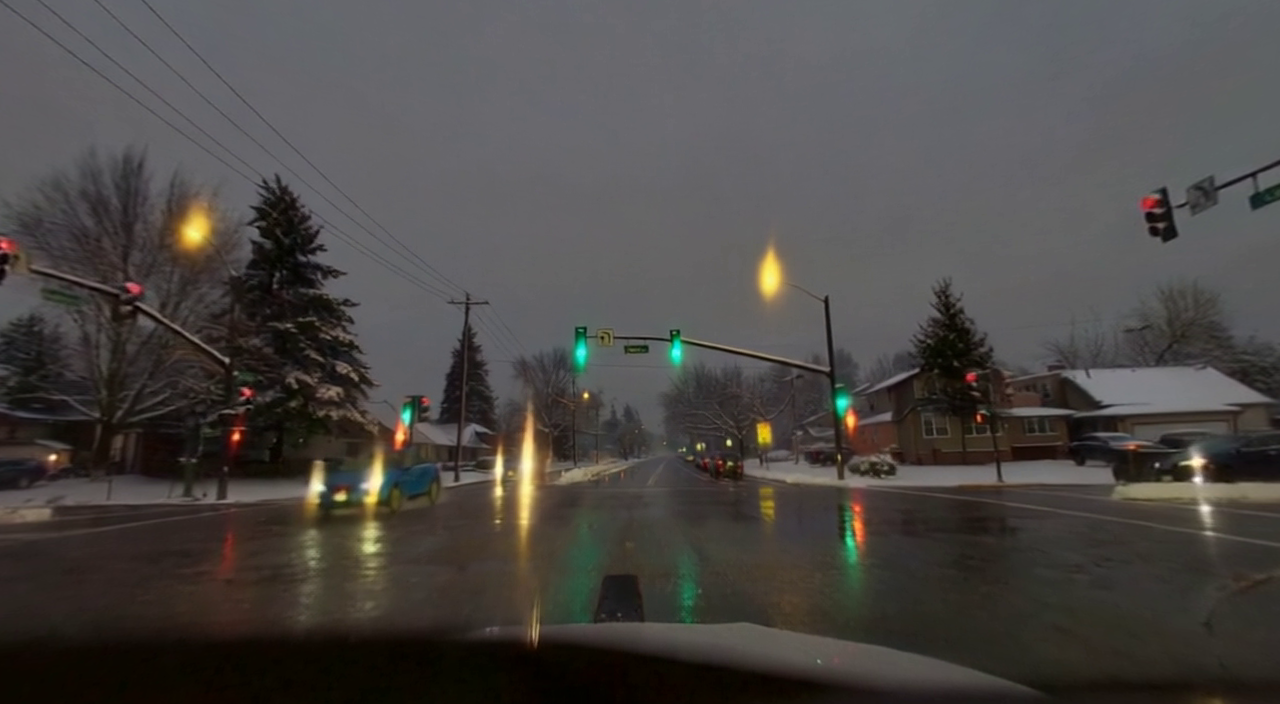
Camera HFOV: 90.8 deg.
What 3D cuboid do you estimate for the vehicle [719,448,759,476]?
[{"bbox_3d":[6.088,6.781,39.257,1.891,1.611,4.269,0,-8,1],"label":"vehicle"}]

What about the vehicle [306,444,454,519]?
[{"bbox_3d":[-6.580,3.288,16.616,1.982,1.686,4.195,0,-8,2],"label":"vehicle"}]

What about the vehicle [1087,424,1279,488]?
[{"bbox_3d":[15.975,2.985,18.224,4.452,1.711,2.186,0,-8,1],"label":"vehicle"}]

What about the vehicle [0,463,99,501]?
[{"bbox_3d":[-30.197,6.381,31.266,2.106,1.586,5.009,-1,-8,4],"label":"vehicle"}]

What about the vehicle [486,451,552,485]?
[{"bbox_3d":[-6.199,6.018,33.143,2.270,1.605,4.958,0,-8,3],"label":"vehicle"}]
